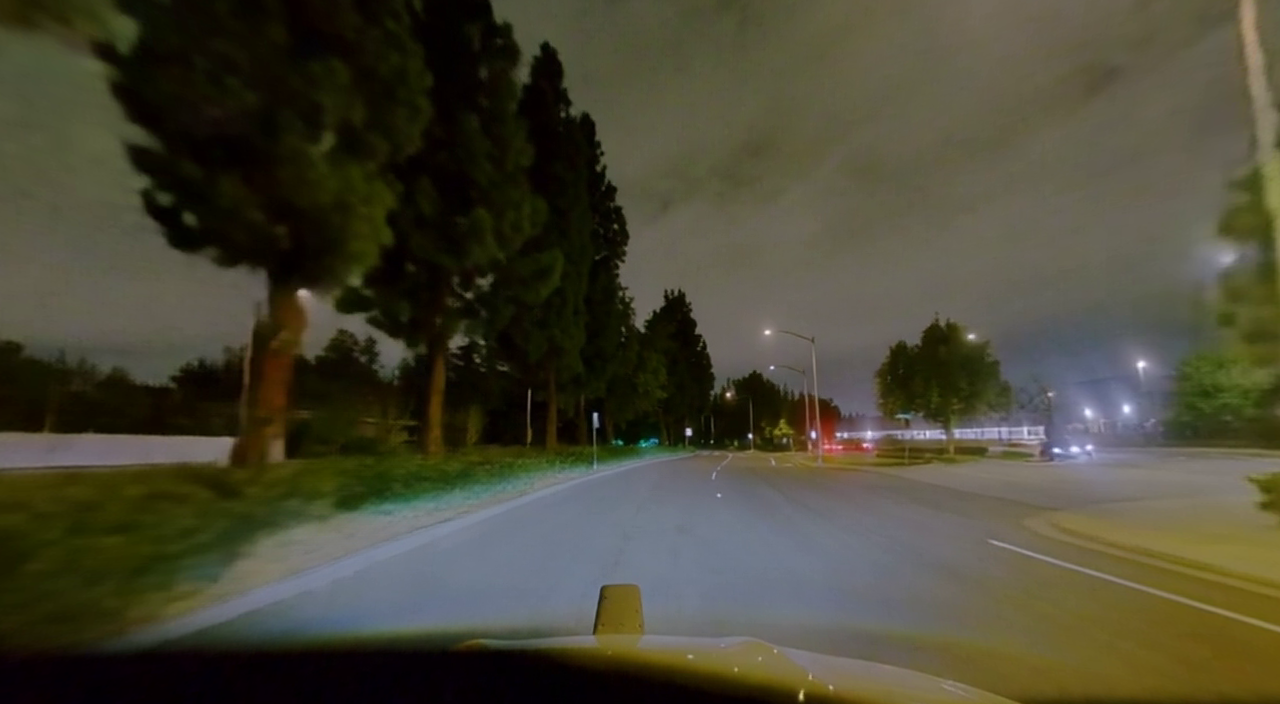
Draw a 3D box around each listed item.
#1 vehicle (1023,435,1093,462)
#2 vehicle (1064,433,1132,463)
[{"bbox_3d":[25.215,5.824,37.964,4.456,1.489,1.963,7,-11,-35],"label":"vehicle"},{"bbox_3d":[30.055,6.231,41.243,4.598,1.493,1.951,-1,-6,-33],"label":"vehicle"}]
